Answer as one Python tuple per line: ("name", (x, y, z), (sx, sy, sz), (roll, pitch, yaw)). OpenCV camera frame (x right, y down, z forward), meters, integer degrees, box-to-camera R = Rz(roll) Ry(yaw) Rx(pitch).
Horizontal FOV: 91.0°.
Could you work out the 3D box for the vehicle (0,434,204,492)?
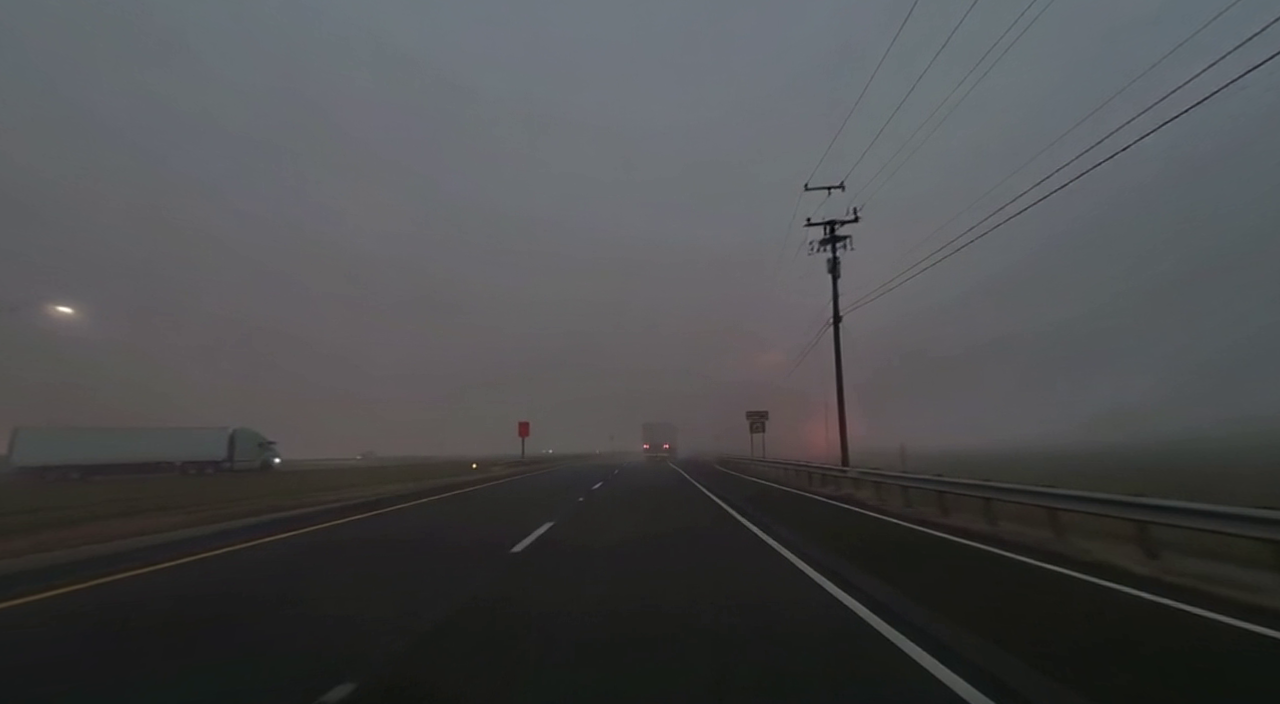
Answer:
("vehicle", (-42.424, 8.466, 48.655), (3.082, 3.896, 14.770), (-4, -10, 22))
